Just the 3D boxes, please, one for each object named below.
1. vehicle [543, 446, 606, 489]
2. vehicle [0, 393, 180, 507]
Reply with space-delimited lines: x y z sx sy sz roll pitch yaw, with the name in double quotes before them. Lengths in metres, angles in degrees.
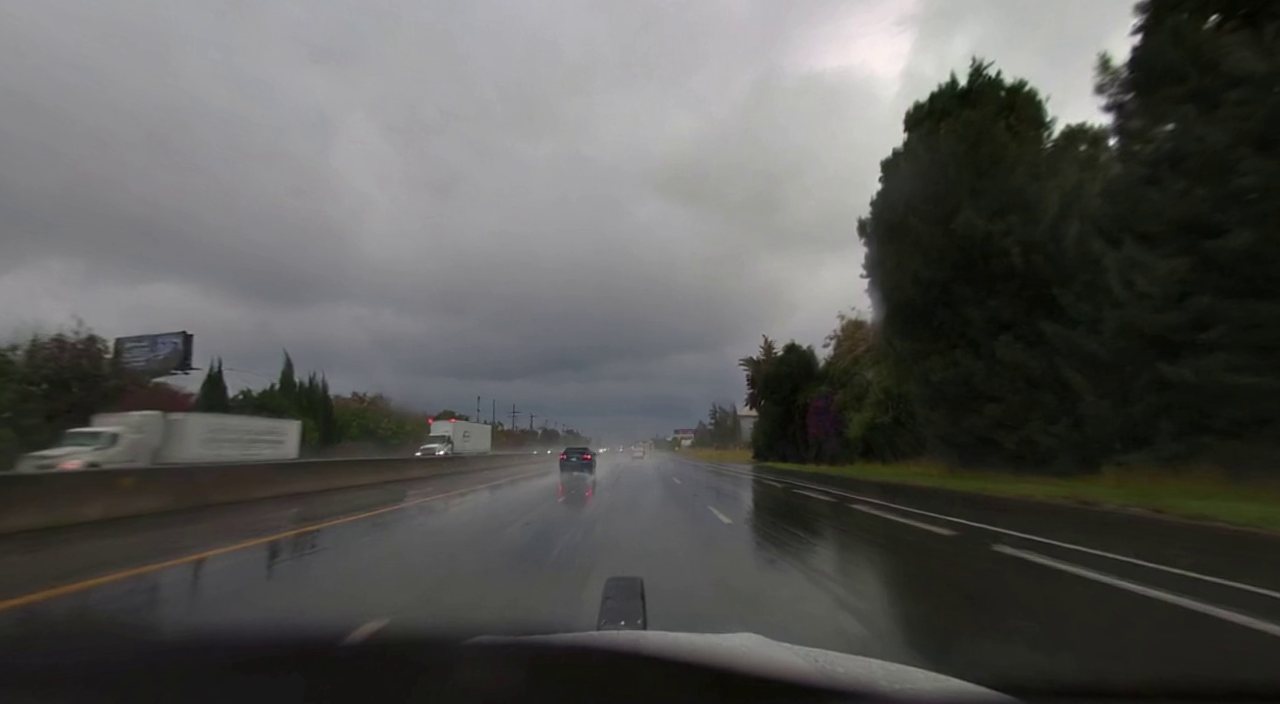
"vehicle" -2.441 4.429 24.513 1.916 1.494 4.335 0 -9 1
"vehicle" -22.745 3.943 25.477 3.087 3.948 6.786 0 -9 -2
